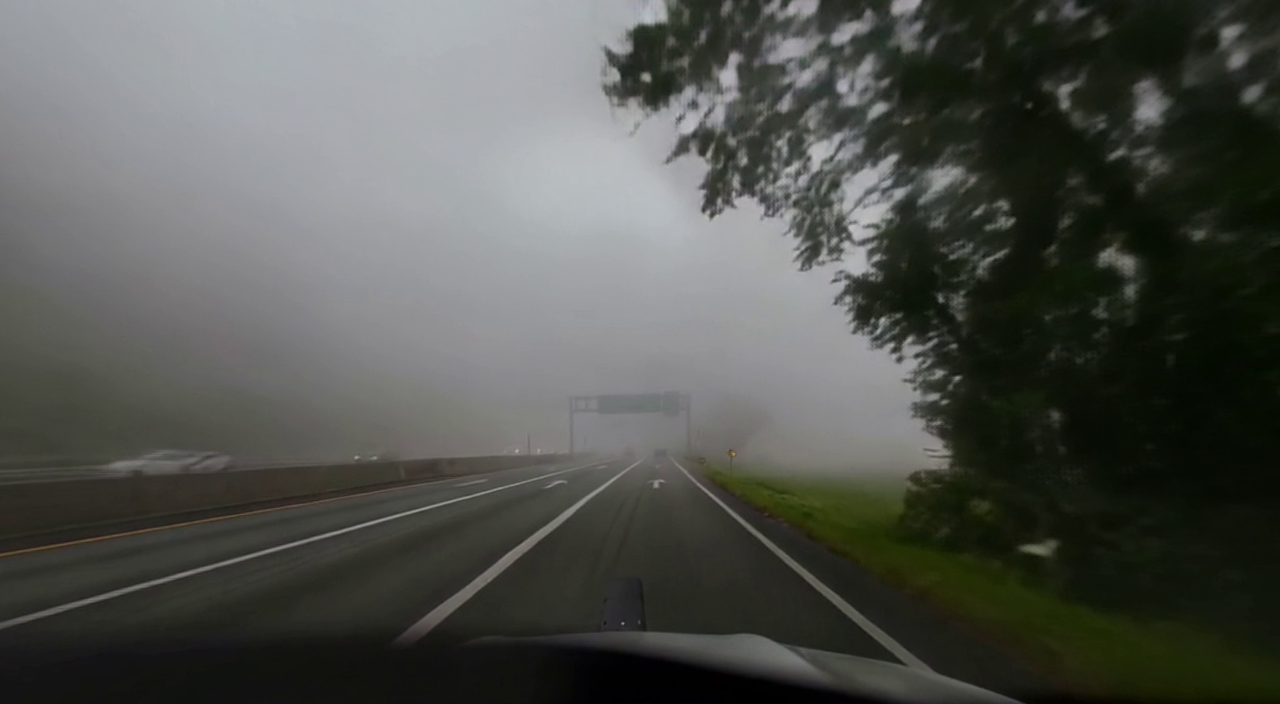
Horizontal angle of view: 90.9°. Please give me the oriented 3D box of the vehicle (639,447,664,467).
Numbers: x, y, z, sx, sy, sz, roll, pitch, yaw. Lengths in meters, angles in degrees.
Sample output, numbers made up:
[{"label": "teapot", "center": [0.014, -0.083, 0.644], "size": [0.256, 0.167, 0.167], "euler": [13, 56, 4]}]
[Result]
[{"label": "vehicle", "center": [0.865, 7.963, 47.962], "size": [1.807, 1.427, 3.645], "euler": [0, -9, 1]}]

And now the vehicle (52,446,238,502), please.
[{"label": "vehicle", "center": [-14.462, 3.571, 18.815], "size": [1.908, 1.447, 4.337], "euler": [0, -9, 2]}]
